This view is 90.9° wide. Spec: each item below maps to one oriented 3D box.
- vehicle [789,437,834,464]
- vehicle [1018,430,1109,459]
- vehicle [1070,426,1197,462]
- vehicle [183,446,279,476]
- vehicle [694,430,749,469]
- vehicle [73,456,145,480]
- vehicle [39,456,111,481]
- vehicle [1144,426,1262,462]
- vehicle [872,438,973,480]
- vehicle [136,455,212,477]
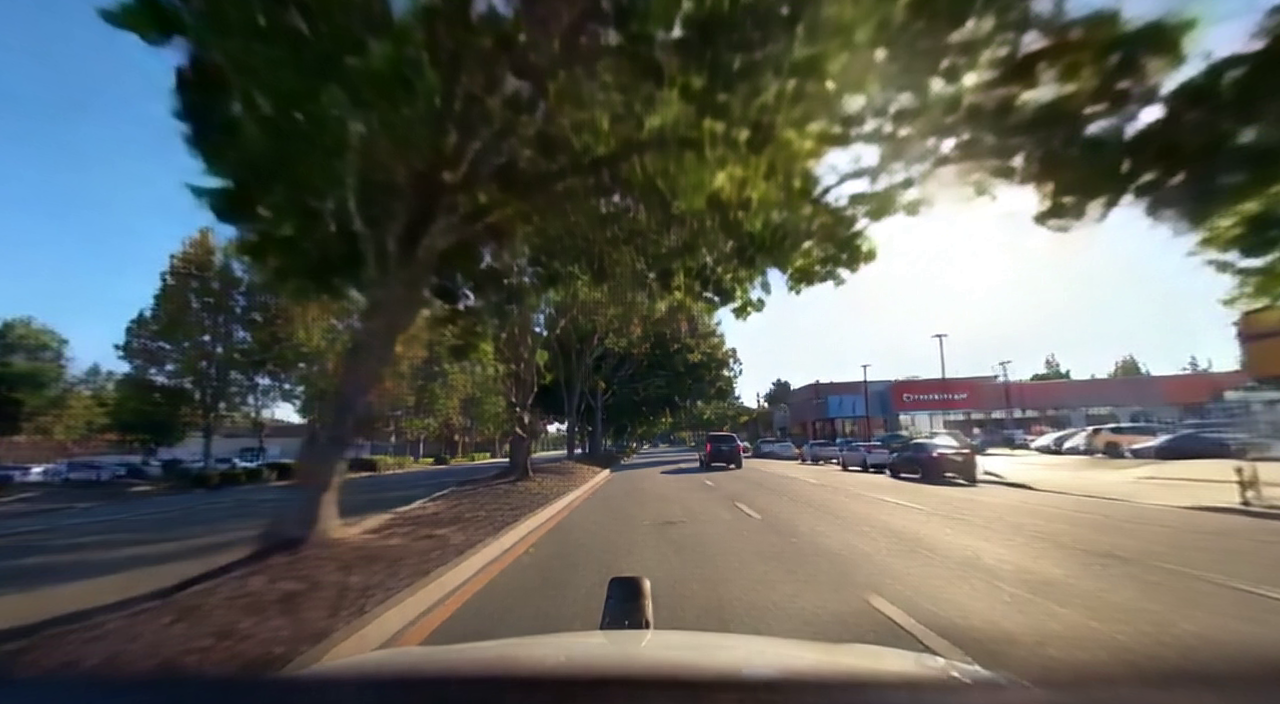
[{"bbox_3d":[11.240,6.462,41.492,1.958,1.654,4.258,-1,-8,3],"label":"vehicle"},{"bbox_3d":[23.320,5.134,34.964,1.858,1.463,4.703,0,-8,1],"label":"vehicle"},{"bbox_3d":[23.013,4.333,29.724,1.926,1.503,4.994,0,-8,0],"label":"vehicle"},{"bbox_3d":[-27.018,7.183,41.775,4.874,1.859,2.019,0,-8,-2],"label":"vehicle"},{"bbox_3d":[4.129,5.039,32.788,2.183,1.845,4.482,0,-8,-1],"label":"vehicle"},{"bbox_3d":[-38.813,8.475,46.172,1.851,1.522,4.038,-1,-7,-1],"label":"vehicle"},{"bbox_3d":[-41.607,8.554,46.529,1.865,1.513,3.835,-1,-6,-3],"label":"vehicle"},{"bbox_3d":[25.859,4.196,29.127,1.868,1.500,3.853,-2,-7,1],"label":"vehicle"},{"bbox_3d":[10.901,4.128,24.726,1.842,1.474,4.456,0,-8,0],"label":"vehicle"},{"bbox_3d":[-34.638,8.487,47.006,1.863,1.462,4.759,-1,-8,3],"label":"vehicle"}]
